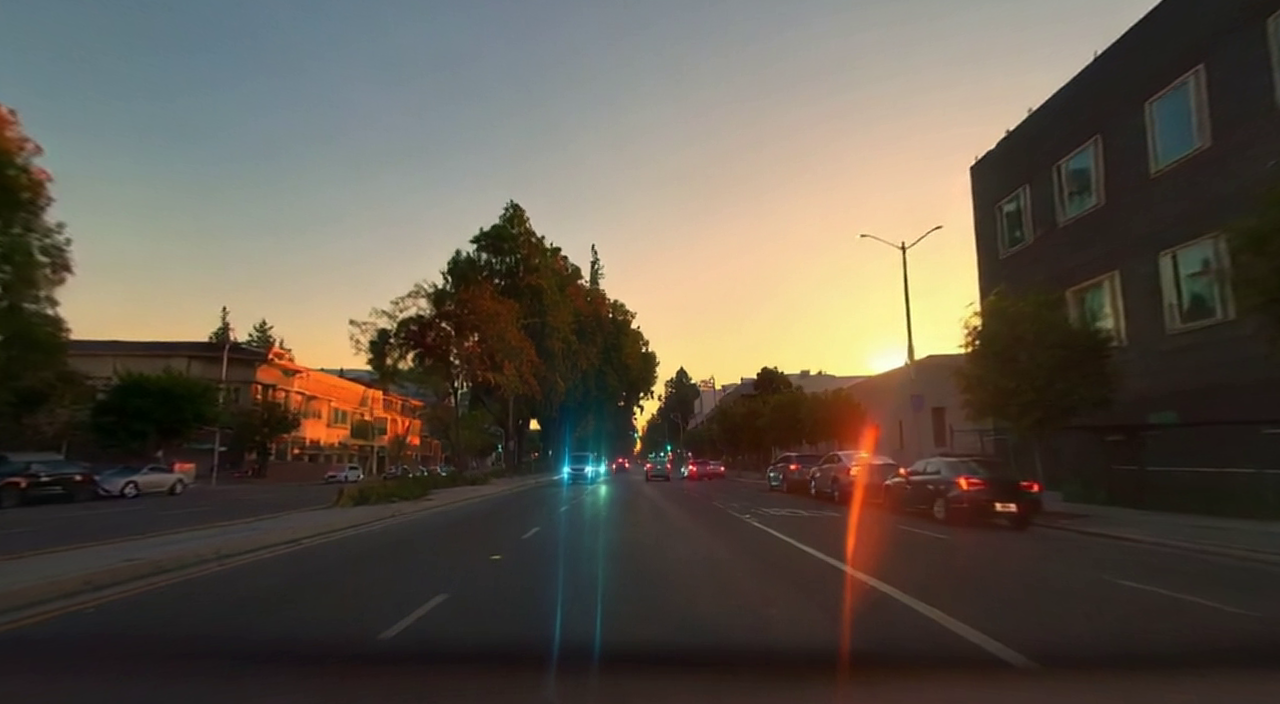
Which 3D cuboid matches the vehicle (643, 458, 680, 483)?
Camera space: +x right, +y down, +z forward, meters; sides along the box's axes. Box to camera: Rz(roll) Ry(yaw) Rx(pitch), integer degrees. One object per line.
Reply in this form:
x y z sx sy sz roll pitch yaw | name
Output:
1.503 8.494 45.322 2.201 1.589 3.843 0 -8 -4 | vehicle

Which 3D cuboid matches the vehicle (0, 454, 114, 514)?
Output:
-21.624 4.586 22.359 2.270 1.830 4.409 0 -8 -3 | vehicle

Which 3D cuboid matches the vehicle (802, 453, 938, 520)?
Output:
7.012 4.129 19.957 2.320 1.764 4.731 0 -8 -2 | vehicle

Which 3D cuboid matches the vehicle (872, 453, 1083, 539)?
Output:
7.008 2.998 13.797 2.269 1.506 4.152 0 -8 -1 | vehicle

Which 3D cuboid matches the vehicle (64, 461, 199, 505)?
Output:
-21.780 5.585 27.360 1.999 1.562 4.803 0 -8 -3 | vehicle

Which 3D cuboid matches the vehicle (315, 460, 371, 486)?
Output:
-22.522 9.181 48.112 1.996 1.767 4.613 0 -8 -1 | vehicle

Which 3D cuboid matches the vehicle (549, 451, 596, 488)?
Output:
-3.854 6.770 36.811 2.223 1.957 4.845 0 -8 0 | vehicle
